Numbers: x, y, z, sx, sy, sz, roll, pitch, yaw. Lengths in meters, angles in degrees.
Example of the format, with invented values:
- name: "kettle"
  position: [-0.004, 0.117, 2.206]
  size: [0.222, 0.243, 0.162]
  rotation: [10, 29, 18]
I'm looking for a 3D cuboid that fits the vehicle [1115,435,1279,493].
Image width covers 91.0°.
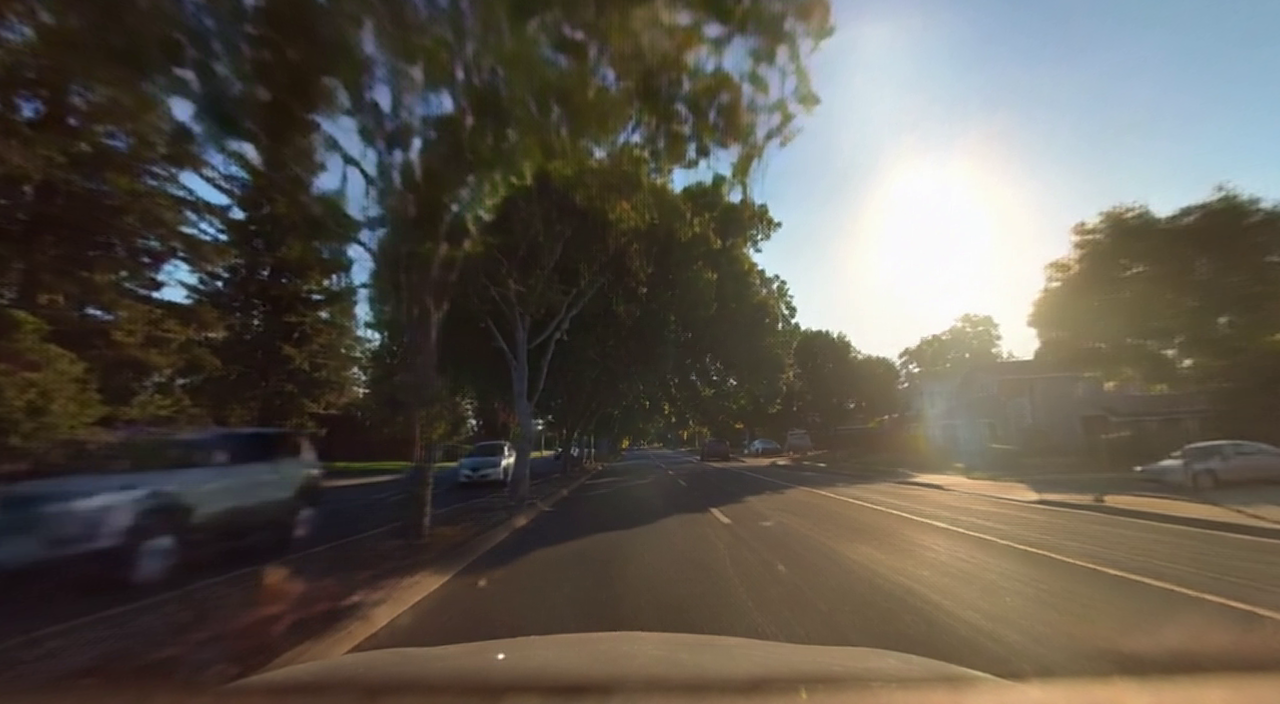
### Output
- name: "vehicle"
  position: [15.518, 2.917, 16.580]
  size: [4.500, 1.390, 1.864]
  rotation: [0, -8, -1]

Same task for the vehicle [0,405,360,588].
- name: "vehicle"
  position: [-6.186, 1.844, 8.891]
  size: [2.071, 1.823, 4.799]
  rotation: [-2, -9, 2]

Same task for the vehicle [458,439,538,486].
- name: "vehicle"
  position: [-5.307, 4.168, 24.078]
  size: [1.935, 1.521, 4.314]
  rotation: [-3, -9, 1]
